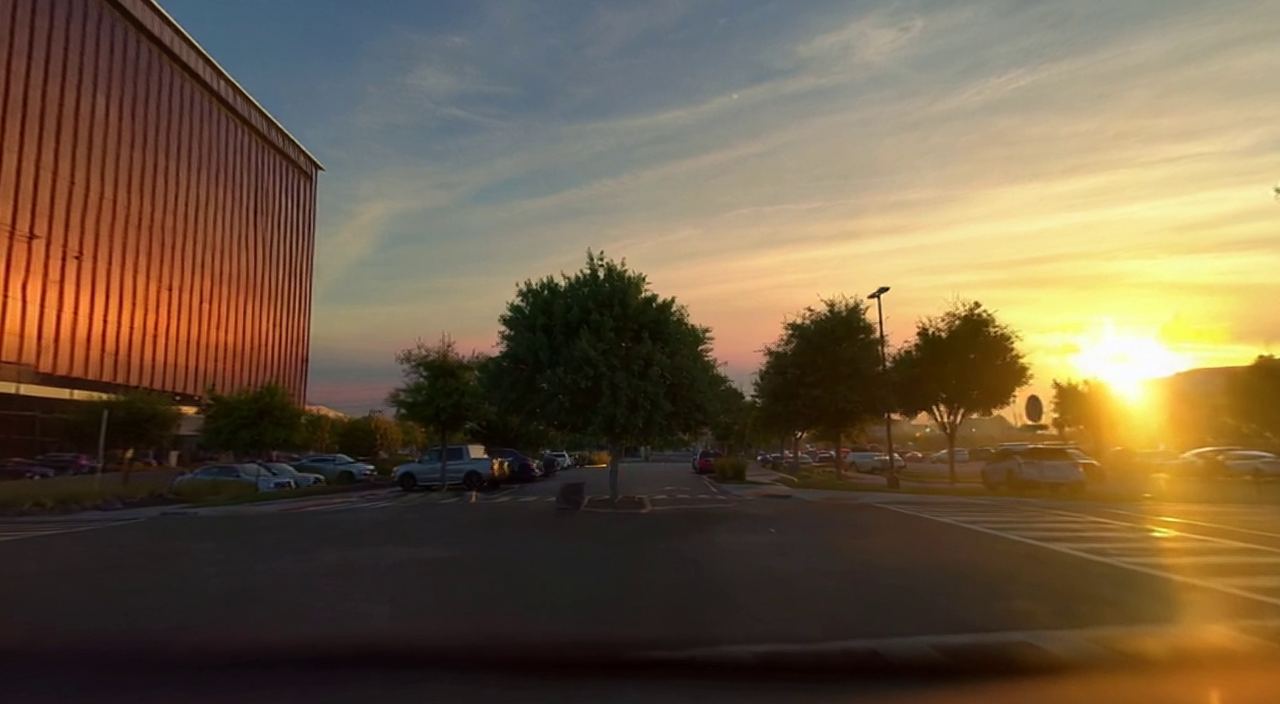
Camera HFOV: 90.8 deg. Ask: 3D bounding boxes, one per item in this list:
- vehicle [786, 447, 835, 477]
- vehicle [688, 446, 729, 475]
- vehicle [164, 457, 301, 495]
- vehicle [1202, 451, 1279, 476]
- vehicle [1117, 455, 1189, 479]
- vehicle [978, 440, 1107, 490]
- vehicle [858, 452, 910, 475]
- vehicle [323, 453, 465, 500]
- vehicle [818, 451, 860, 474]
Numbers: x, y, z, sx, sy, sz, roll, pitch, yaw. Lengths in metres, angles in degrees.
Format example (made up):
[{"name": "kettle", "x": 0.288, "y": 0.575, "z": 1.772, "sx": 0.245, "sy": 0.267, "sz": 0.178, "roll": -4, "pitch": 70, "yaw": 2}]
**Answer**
[{"name": "vehicle", "x": 10.532, "y": 6.785, "z": 39.271, "sx": 1.936, "sy": 1.673, "sz": 4.305, "roll": 0, "pitch": -8, "yaw": 2}, {"name": "vehicle", "x": 4.551, "y": 7.282, "z": 42.791, "sx": 2.262, "sy": 1.794, "sz": 5.331, "roll": 0, "pitch": -8, "yaw": 0}, {"name": "vehicle", "x": -16.641, "y": 5.061, "z": 25.926, "sx": 4.331, "sy": 1.437, "sz": 1.876, "roll": 0, "pitch": -8, "yaw": 3}, {"name": "vehicle", "x": 36.970, "y": 6.774, "z": 38.453, "sx": 1.678, "sy": 1.423, "sz": 4.191, "roll": 0, "pitch": -9, "yaw": 1}, {"name": "vehicle", "x": 31.217, "y": 6.980, "z": 38.550, "sx": 1.519, "sy": 1.371, "sz": 3.278, "roll": 0, "pitch": -8, "yaw": -1}, {"name": "vehicle", "x": 16.486, "y": 4.613, "z": 26.298, "sx": 2.048, "sy": 1.852, "sz": 4.998, "roll": 0, "pitch": -8, "yaw": 0}, {"name": "vehicle", "x": 17.096, "y": 7.809, "z": 44.504, "sx": 1.971, "sy": 1.478, "sz": 4.477, "roll": 0, "pitch": -8, "yaw": 1}, {"name": "vehicle", "x": -8.700, "y": 4.356, "z": 22.464, "sx": 4.442, "sy": 1.504, "sz": 1.809, "roll": 4, "pitch": -10, "yaw": -28}, {"name": "vehicle", "x": 14.173, "y": 7.879, "z": 45.199, "sx": 1.935, "sy": 1.477, "sz": 3.719, "roll": 0, "pitch": -8, "yaw": 4}]
